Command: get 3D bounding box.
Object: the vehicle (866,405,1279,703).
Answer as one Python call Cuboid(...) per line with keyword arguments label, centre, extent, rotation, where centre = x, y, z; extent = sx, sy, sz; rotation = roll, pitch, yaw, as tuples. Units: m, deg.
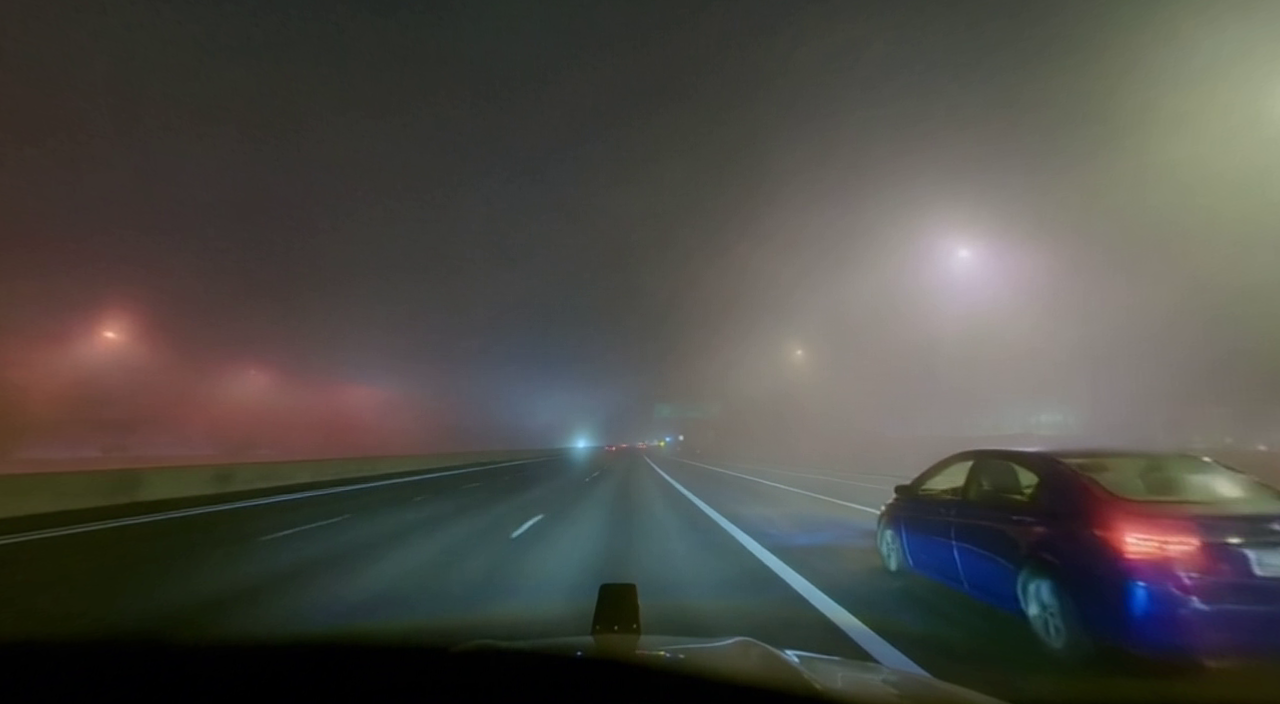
Cuboid(label="vehicle", centre=(3.416, 1.227, 4.276), extent=(1.989, 1.479, 4.670), rotation=(0, -9, -1))
